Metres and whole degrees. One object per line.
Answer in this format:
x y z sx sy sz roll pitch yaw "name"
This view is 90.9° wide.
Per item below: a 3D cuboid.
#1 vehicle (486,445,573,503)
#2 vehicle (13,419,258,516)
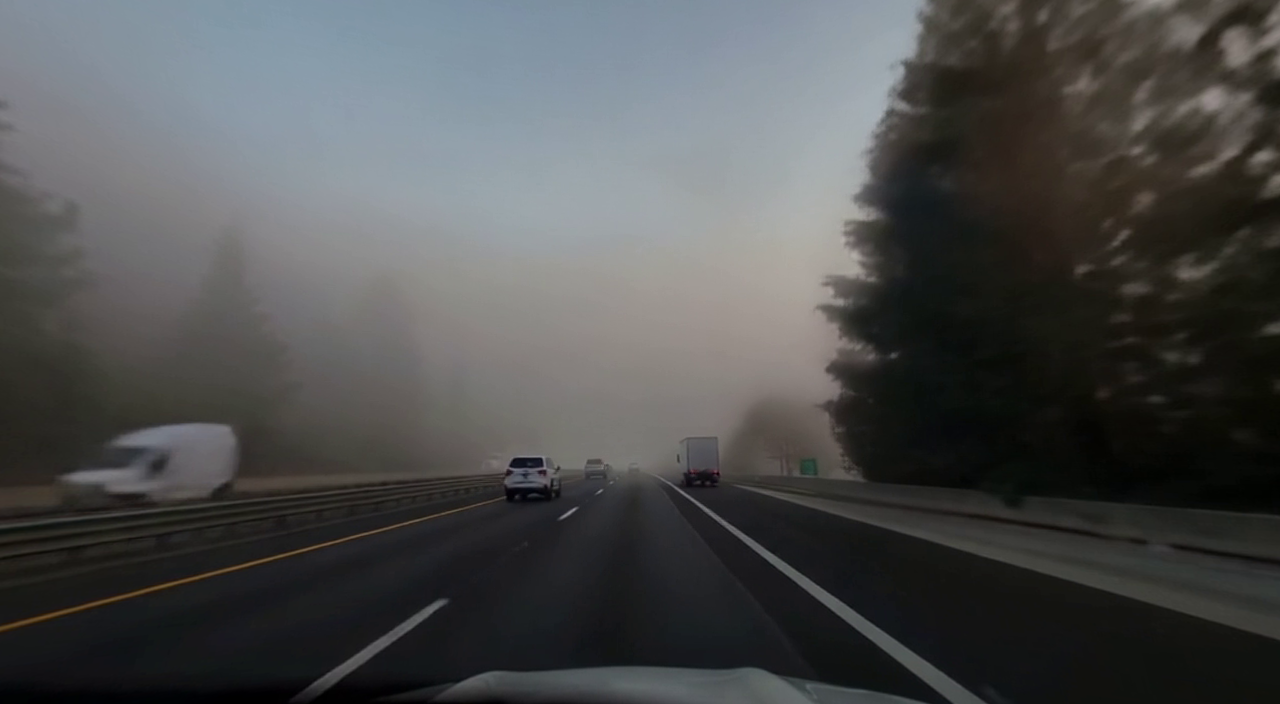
-3.934 4.484 23.395 2.272 1.873 4.832 1 -10 0 "vehicle"
-15.240 3.608 19.827 2.333 2.505 6.322 1 -10 0 "vehicle"
